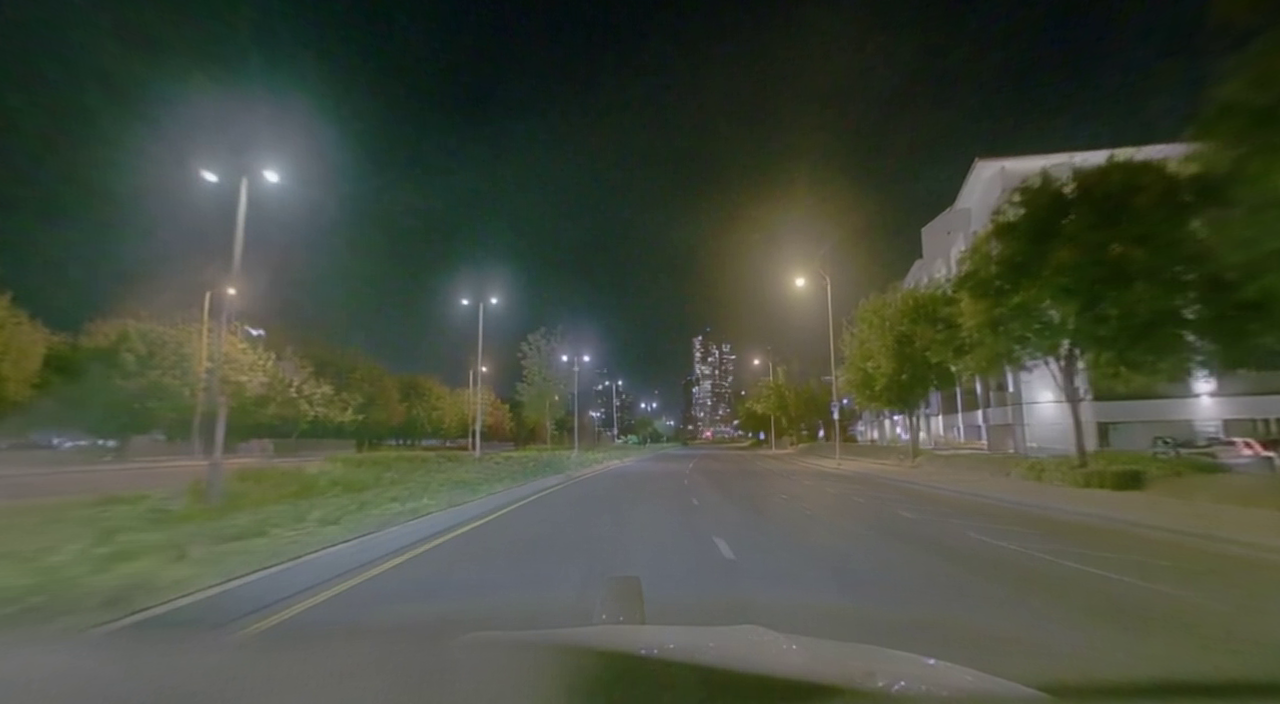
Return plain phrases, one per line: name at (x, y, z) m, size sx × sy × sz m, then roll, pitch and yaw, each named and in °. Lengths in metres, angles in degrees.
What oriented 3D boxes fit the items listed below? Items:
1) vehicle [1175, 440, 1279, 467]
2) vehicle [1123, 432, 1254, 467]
vehicle at (32.097, 5.507, 34.356) m, size 4.271 × 1.433 × 1.822 m, roll 0°, pitch -9°, yaw 1°
vehicle at (32.614, 5.815, 37.713) m, size 5.608 × 2.033 × 2.152 m, roll -1°, pitch -9°, yaw 3°
